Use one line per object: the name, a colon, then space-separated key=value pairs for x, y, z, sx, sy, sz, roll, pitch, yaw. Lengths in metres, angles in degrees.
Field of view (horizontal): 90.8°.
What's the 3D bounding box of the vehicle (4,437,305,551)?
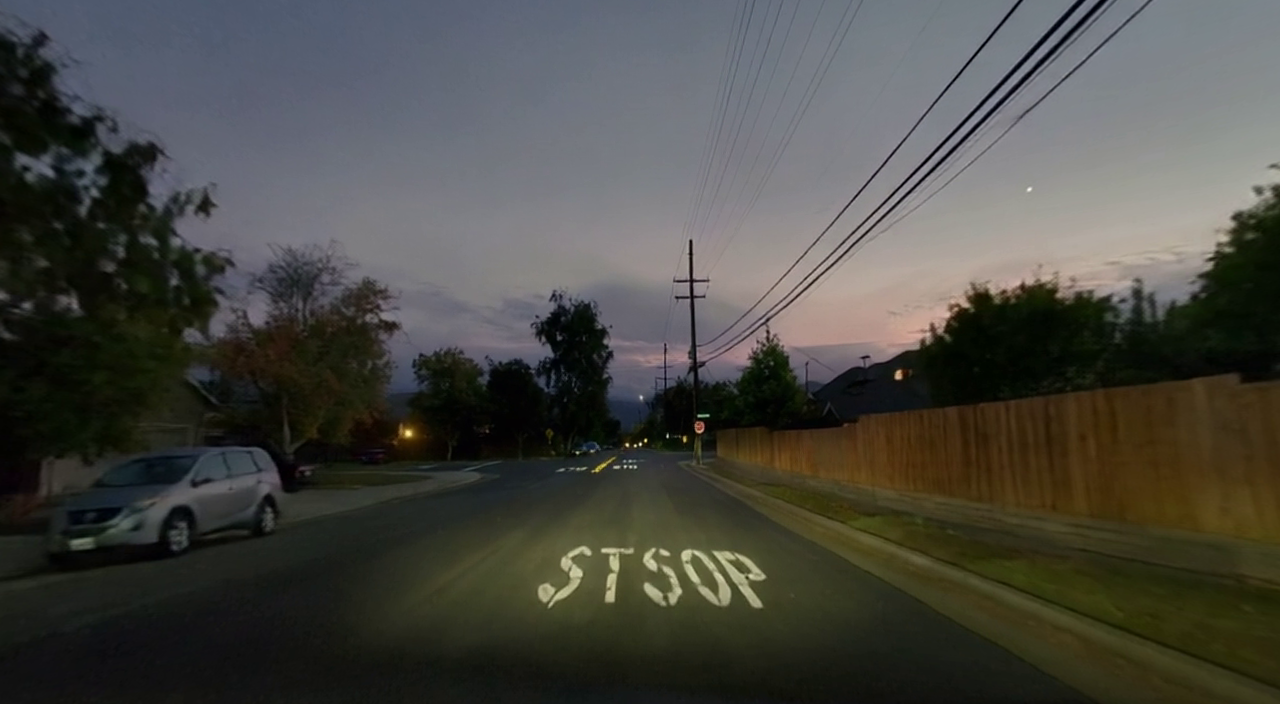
vehicle: x=-8.488 y=2.449 z=11.633 sx=2.047 sy=1.679 sz=3.948 roll=-1 pitch=-9 yaw=8
